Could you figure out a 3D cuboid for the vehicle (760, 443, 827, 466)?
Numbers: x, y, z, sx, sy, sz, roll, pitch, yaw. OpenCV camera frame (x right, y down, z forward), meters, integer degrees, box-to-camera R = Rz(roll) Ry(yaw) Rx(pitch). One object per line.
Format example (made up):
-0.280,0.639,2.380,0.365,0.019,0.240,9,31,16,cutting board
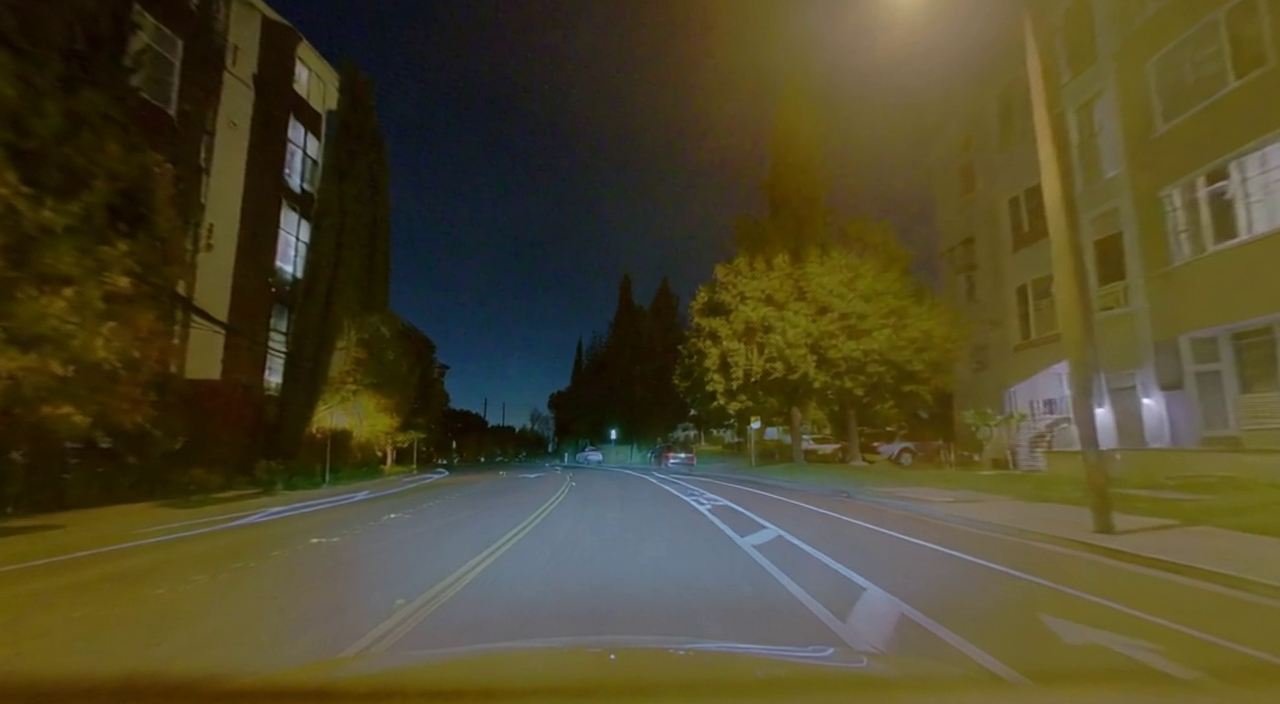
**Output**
11.794,7.901,48.763,4.504,1.702,2.119,2,-9,-14,vehicle

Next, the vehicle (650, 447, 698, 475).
2.100,6.874,40.194,1.997,1.618,4.119,2,-9,-13,vehicle

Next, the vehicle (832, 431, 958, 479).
11.430,4.641,28.430,4.697,1.861,2.126,0,-12,-13,vehicle
